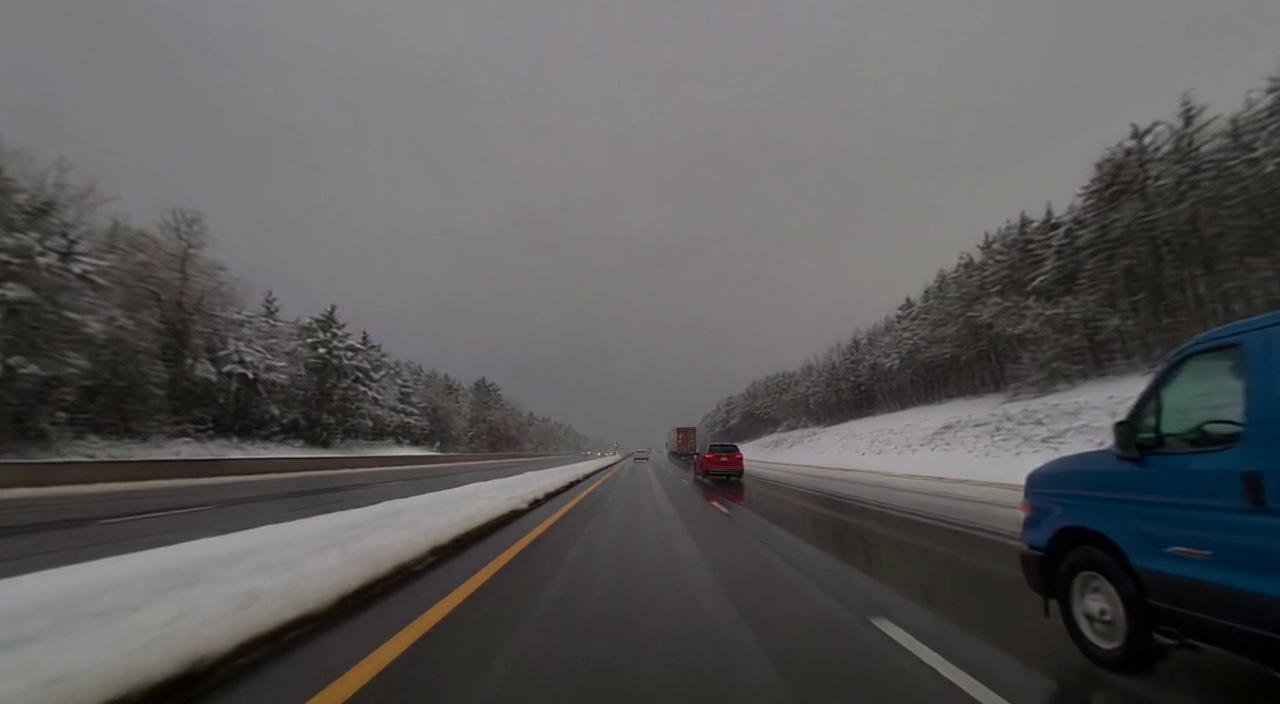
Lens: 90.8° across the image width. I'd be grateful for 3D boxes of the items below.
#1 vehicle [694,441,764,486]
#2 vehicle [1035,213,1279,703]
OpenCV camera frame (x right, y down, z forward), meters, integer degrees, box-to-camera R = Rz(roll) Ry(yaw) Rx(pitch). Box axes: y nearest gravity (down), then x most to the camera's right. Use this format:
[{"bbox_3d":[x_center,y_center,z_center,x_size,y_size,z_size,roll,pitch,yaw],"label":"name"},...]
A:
[{"bbox_3d":[3.537,4.561,26.115,2.130,1.658,4.537,0,-9,-1],"label":"vehicle"},{"bbox_3d":[3.814,0.401,1.536,2.242,2.285,5.233,0,-9,0],"label":"vehicle"}]
